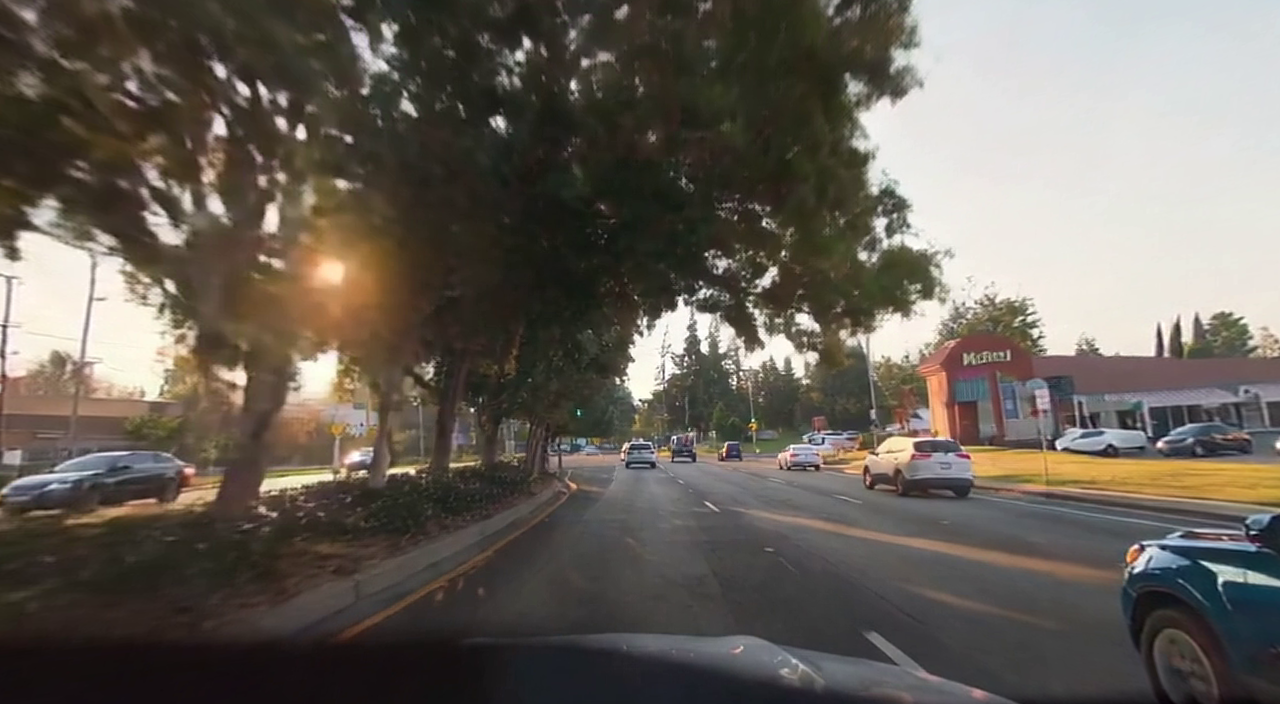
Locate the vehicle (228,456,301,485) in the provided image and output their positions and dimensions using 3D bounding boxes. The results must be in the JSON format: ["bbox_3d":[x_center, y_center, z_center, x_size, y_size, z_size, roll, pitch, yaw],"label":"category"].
[{"bbox_3d":[-21.875,6.885,36.962,1.879,1.520,3.830,0,-9,1],"label":"vehicle"}]

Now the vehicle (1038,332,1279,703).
[{"bbox_3d":[3.517,0.666,1.627,2.076,1.716,4.416,0,-9,0],"label":"vehicle"}]

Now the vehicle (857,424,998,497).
[{"bbox_3d":[7.882,3.024,17.875,1.977,1.786,4.344,0,-9,1],"label":"vehicle"}]

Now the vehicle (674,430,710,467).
[{"bbox_3d":[3.795,7.157,47.062,2.239,2.586,4.586,0,-9,0],"label":"vehicle"}]

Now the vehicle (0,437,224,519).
[{"bbox_3d":[-13.962,3.251,16.921,2.159,1.836,5.038,0,-9,0],"label":"vehicle"}]

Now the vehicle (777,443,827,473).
[{"bbox_3d":[8.850,5.788,34.752,1.879,1.517,4.006,-1,-9,3],"label":"vehicle"}]

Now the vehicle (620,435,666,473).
[{"bbox_3d":[0.130,5.599,34.962,2.402,1.938,4.535,0,-9,-1],"label":"vehicle"}]

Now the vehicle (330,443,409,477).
[{"bbox_3d":[-14.490,5.802,34.116,2.136,1.676,4.371,-1,-9,3],"label":"vehicle"}]
